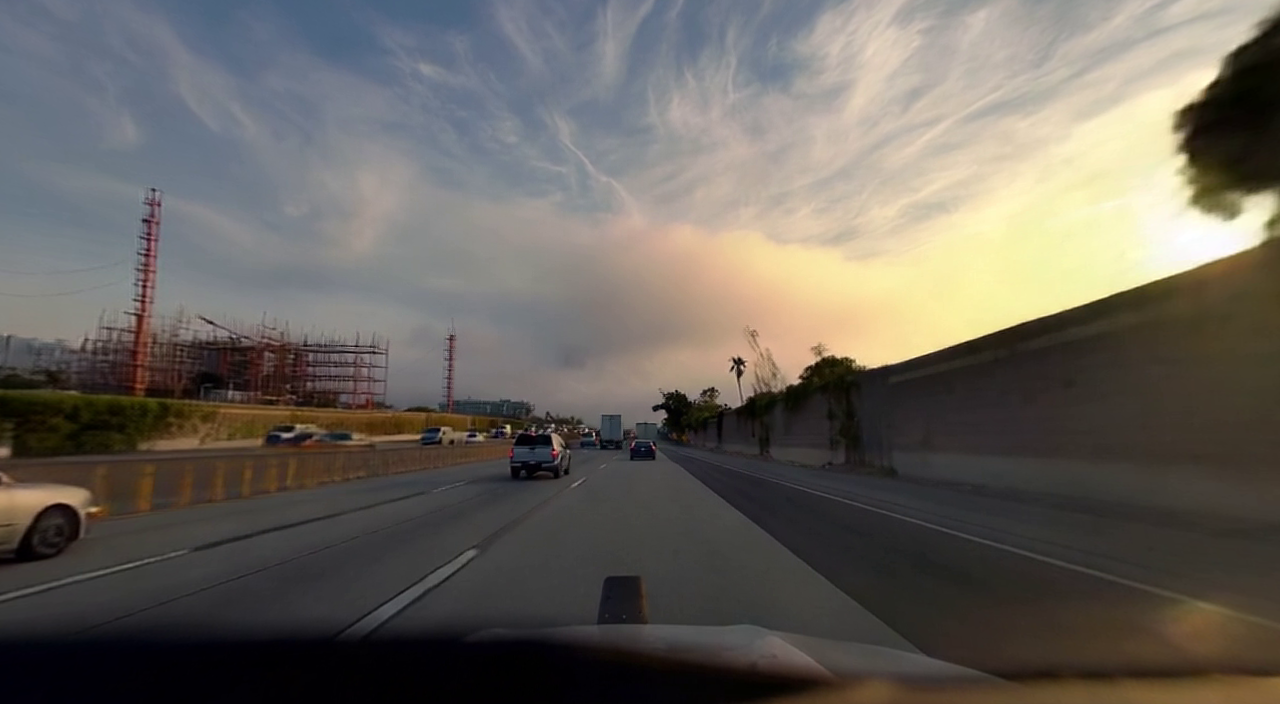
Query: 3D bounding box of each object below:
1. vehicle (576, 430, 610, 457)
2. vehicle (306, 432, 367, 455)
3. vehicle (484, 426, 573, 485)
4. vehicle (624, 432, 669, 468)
[{"bbox_3d":[-3.558,7.046,48.513,2.203,1.958,4.848,0,-8,1],"label":"vehicle"},{"bbox_3d":[-23.613,7.142,49.260,2.161,1.688,4.913,-1,-8,2],"label":"vehicle"},{"bbox_3d":[-3.603,3.455,21.304,2.108,1.740,4.549,0,-8,1],"label":"vehicle"},{"bbox_3d":[0.333,4.954,32.078,2.136,1.678,4.052,0,-8,0],"label":"vehicle"}]
